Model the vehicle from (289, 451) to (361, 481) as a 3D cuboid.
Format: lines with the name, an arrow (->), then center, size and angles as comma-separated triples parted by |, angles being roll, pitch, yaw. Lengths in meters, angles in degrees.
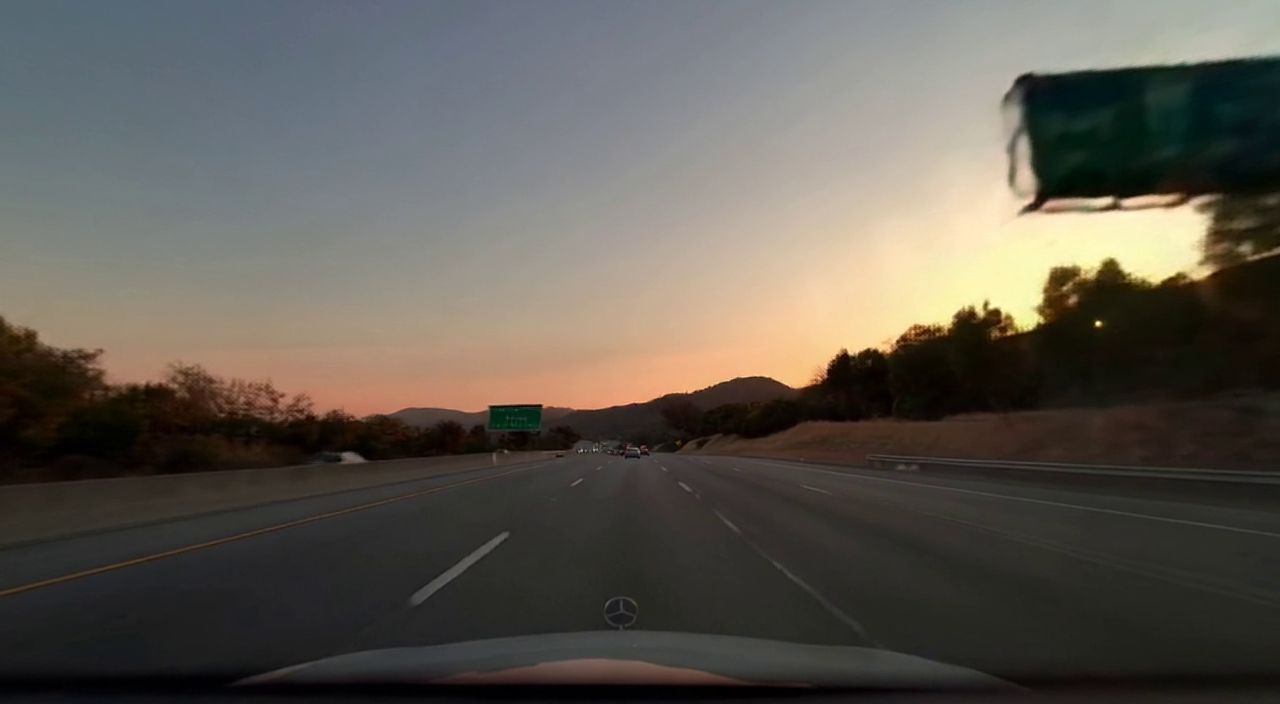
vehicle -> -19.463, 7.041, 39.255 | 2.025, 1.633, 4.820 | 0, -8, 0
